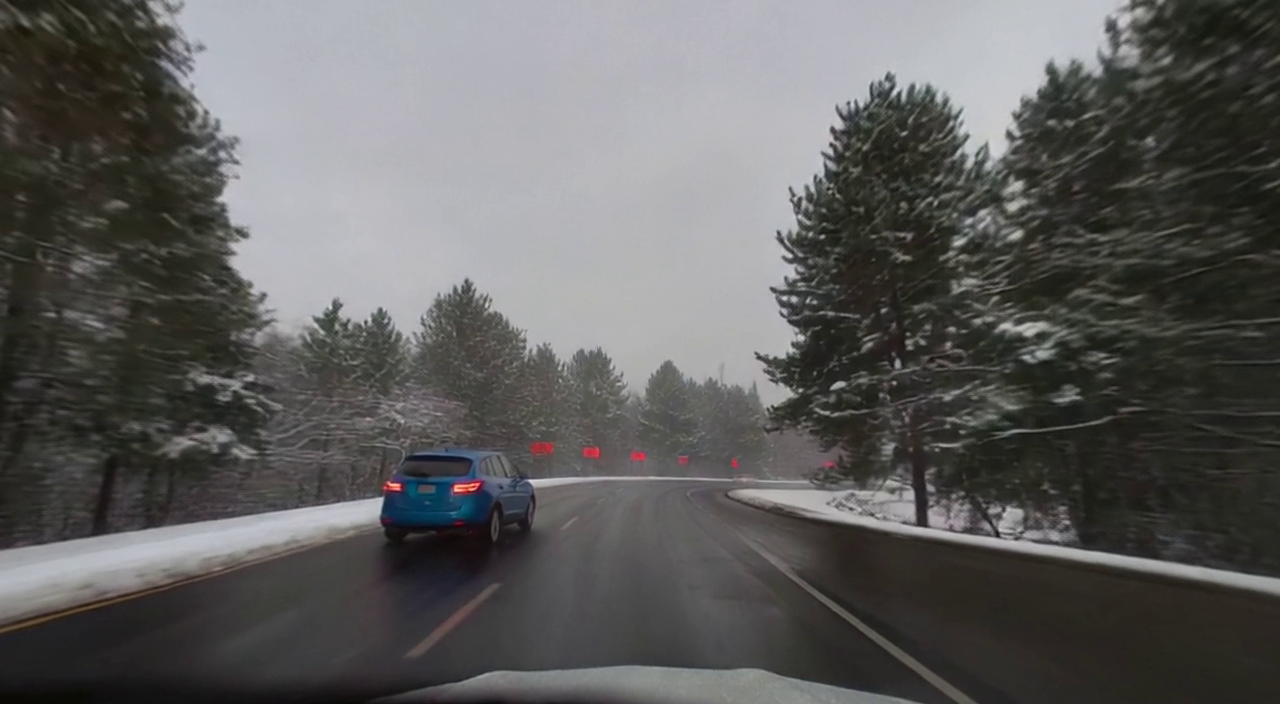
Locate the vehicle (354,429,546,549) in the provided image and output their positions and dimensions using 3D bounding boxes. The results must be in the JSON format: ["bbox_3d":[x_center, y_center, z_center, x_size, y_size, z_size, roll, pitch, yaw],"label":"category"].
[{"bbox_3d":[-3.110,2.401,11.476,1.997,1.692,4.422,1,-10,1],"label":"vehicle"}]
